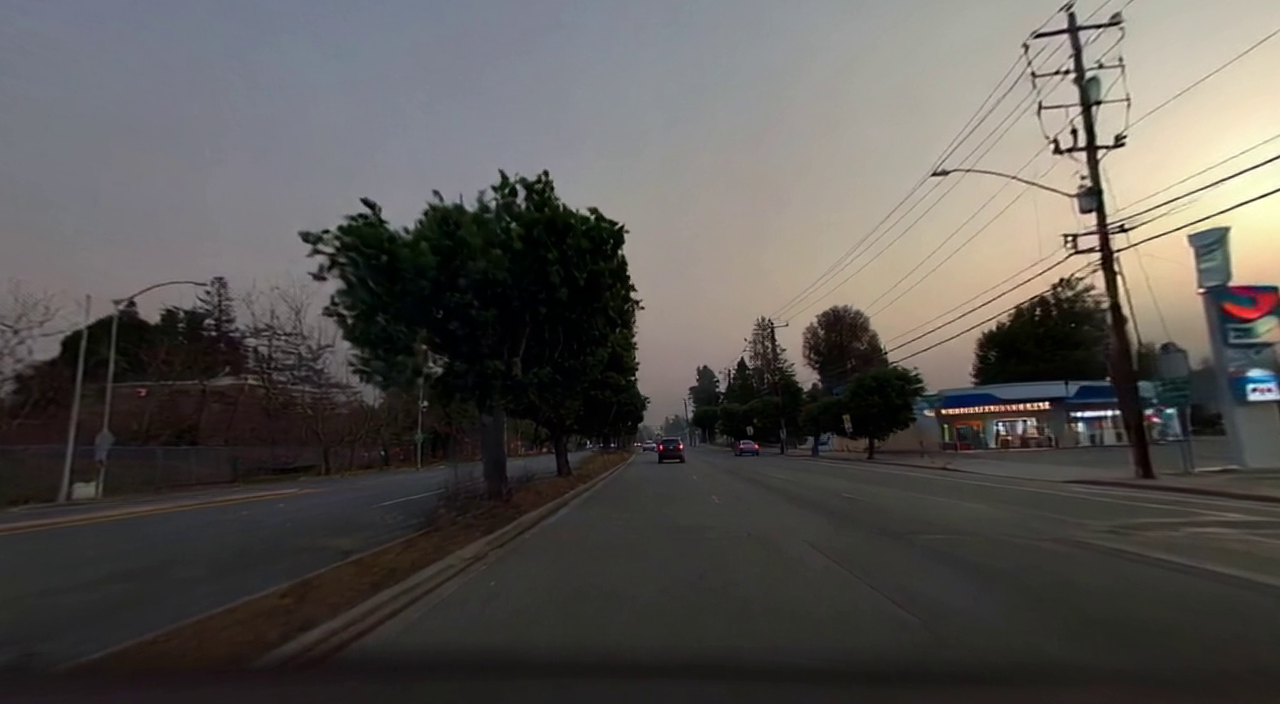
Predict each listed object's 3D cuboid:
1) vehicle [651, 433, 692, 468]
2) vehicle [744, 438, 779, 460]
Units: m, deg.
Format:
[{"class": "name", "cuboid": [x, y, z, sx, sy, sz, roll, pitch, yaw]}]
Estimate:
[{"class": "vehicle", "cuboid": [1.709, 5.615, 36.115, 2.141, 1.842, 4.889, 0, -8, 0]}, {"class": "vehicle", "cuboid": [8.765, 7.061, 45.900, 1.760, 1.481, 4.161, 0, -8, 0]}]
